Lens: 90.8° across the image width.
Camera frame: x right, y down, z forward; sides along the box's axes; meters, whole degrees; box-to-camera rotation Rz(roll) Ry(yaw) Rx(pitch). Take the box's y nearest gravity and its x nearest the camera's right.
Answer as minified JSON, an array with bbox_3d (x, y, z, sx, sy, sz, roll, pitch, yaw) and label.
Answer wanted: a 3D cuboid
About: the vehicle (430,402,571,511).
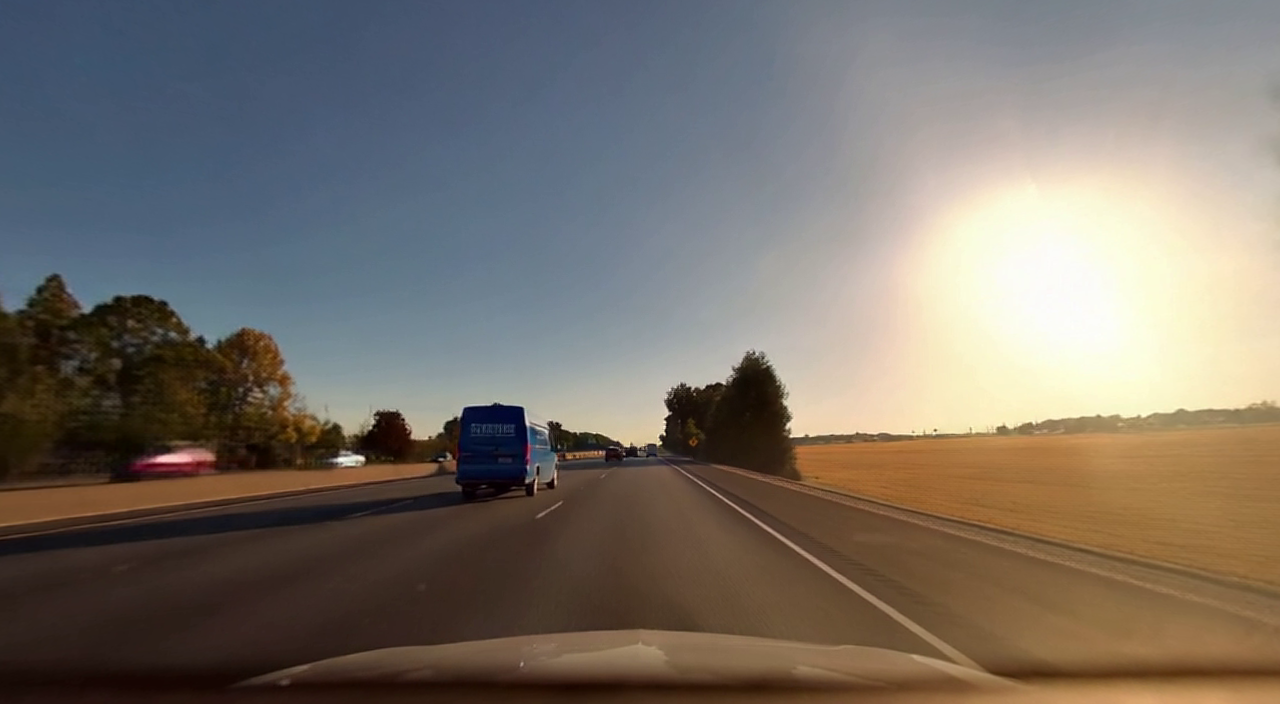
[{"bbox_3d":[-3.346,2.676,16.503,2.360,2.367,5.223,0,-9,1],"label":"vehicle"}]
